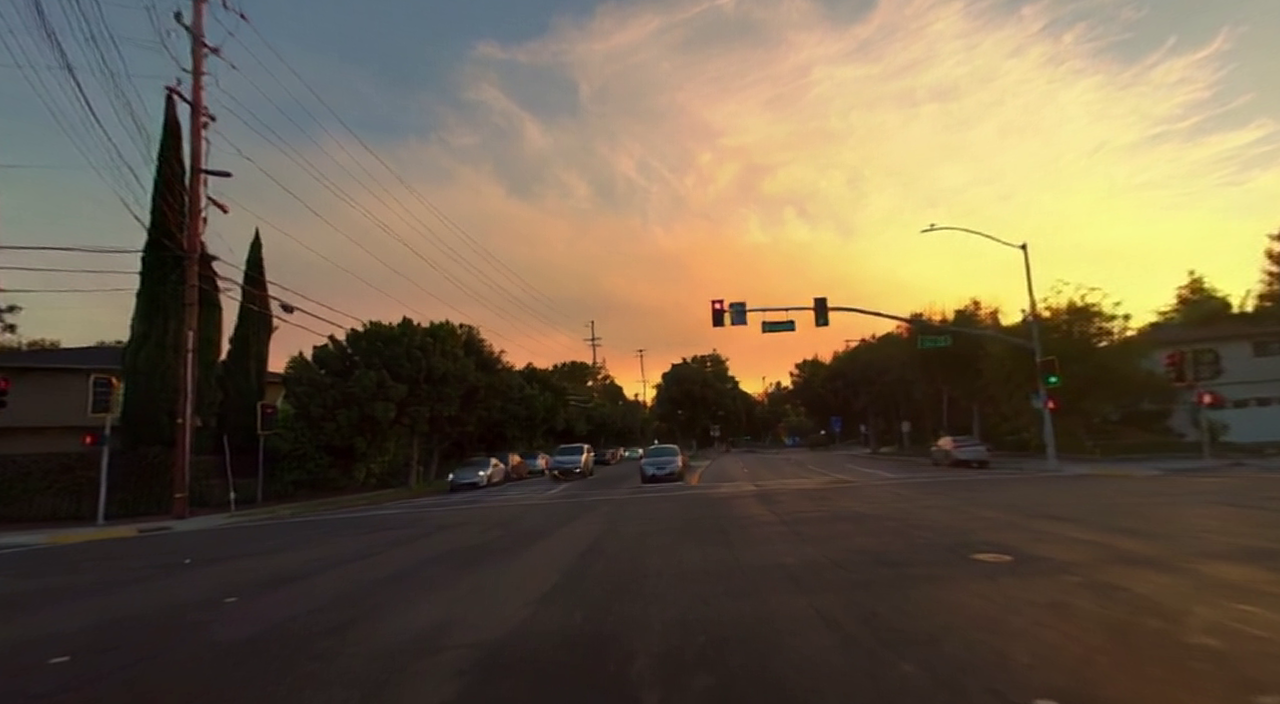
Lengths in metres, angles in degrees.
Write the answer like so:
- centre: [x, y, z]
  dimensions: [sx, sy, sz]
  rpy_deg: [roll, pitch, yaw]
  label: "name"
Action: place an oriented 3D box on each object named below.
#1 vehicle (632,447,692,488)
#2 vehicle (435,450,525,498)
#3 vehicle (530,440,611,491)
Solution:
- centre: [0.983, 4.621, 25.721]
  dimensions: [2.174, 1.477, 4.805]
  rpy_deg: [-1, -9, 5]
  label: "vehicle"
- centre: [-6.685, 5.157, 27.108]
  dimensions: [2.241, 1.819, 4.690]
  rpy_deg: [-1, -9, 6]
  label: "vehicle"
- centre: [-2.852, 4.873, 27.504]
  dimensions: [2.479, 1.977, 5.254]
  rpy_deg: [-1, -9, 5]
  label: "vehicle"
